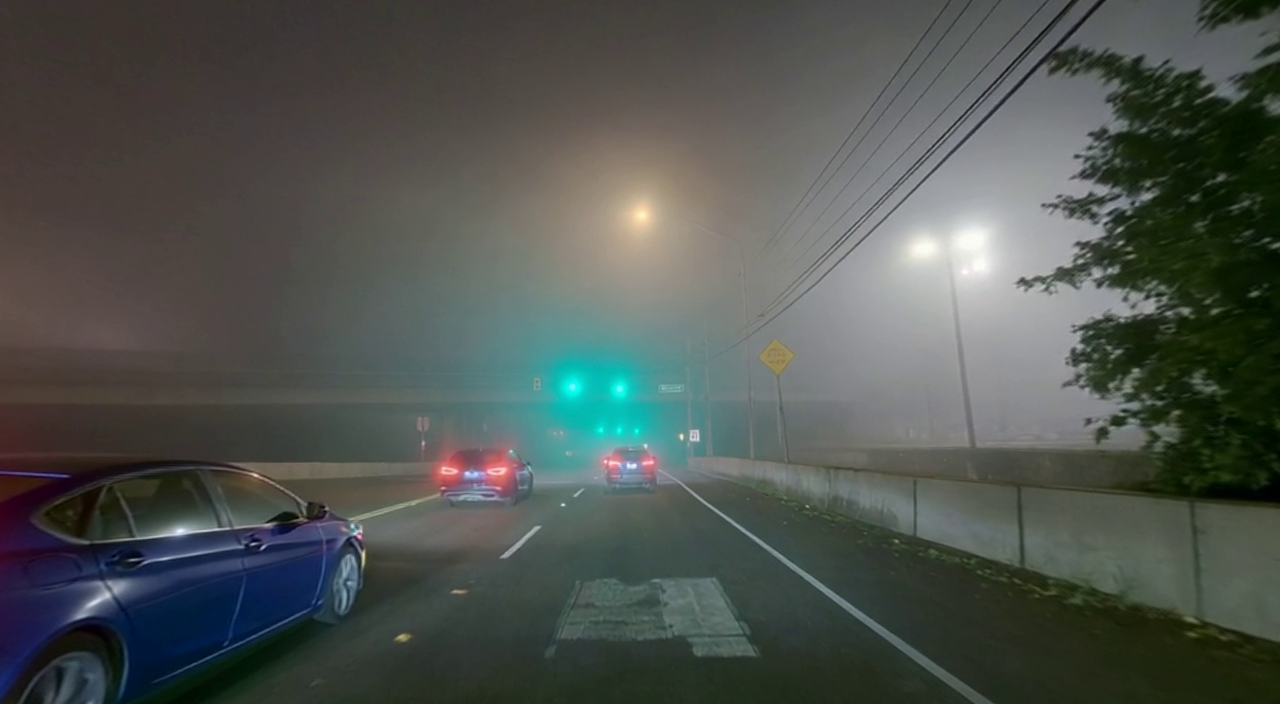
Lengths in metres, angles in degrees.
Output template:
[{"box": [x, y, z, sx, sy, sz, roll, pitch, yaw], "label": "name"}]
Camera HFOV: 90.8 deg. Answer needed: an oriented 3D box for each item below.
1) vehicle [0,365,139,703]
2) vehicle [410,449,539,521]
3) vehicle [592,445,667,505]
[{"box": [-3.557, 0.673, 1.049, 1.925, 1.666, 4.271, 0, -8, 0], "label": "vehicle"}, {"box": [-3.751, 3.065, 15.153, 1.946, 1.437, 4.154, 0, -8, 0], "label": "vehicle"}, {"box": [-0.302, 3.575, 18.806, 1.985, 1.565, 3.968, 0, -8, 0], "label": "vehicle"}]
